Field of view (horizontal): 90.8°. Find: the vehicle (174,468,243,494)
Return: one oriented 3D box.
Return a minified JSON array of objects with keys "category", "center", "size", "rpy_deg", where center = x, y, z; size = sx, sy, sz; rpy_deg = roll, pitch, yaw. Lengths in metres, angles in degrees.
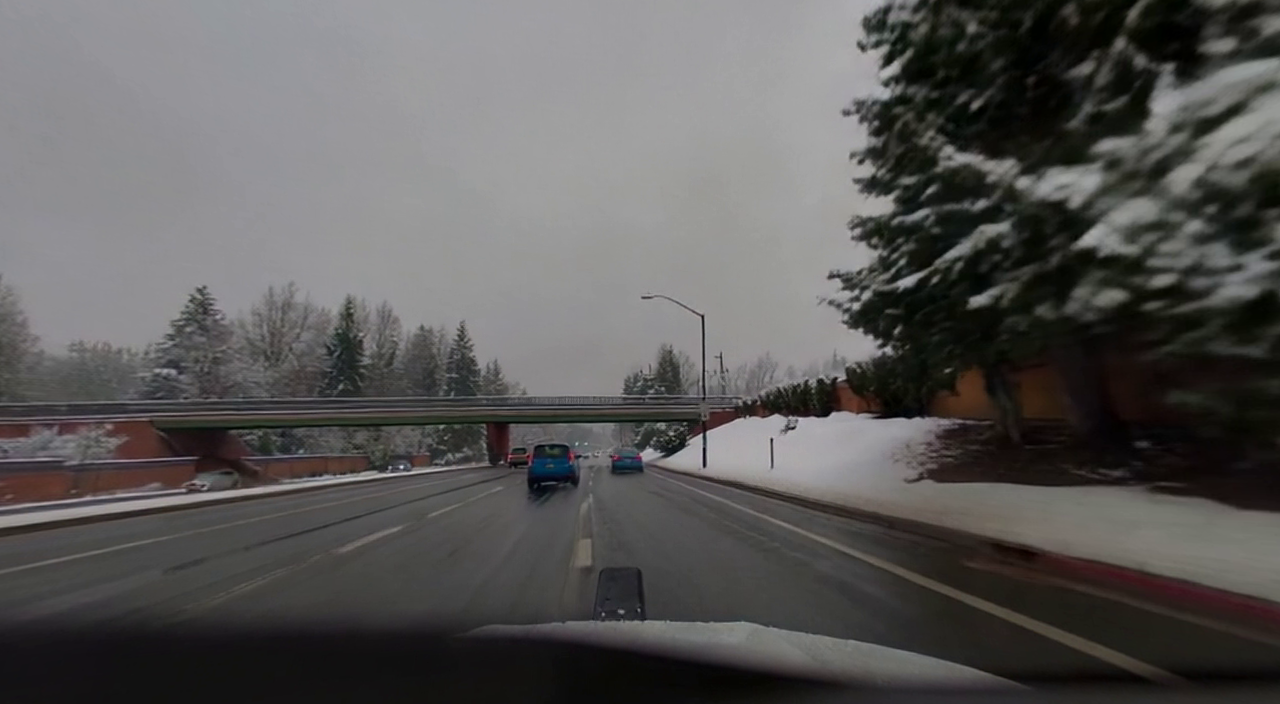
[{"category":"vehicle","center":[-29.473,8.821,43.339],"size":[1.769,1.473,4.539],"rpy_deg":[0,-9,-3]}]

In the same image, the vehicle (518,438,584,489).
[{"category":"vehicle","center":[-3.373,4.310,24.782],"size":[2.223,1.771,4.581],"rpy_deg":[1,-9,-4]}]

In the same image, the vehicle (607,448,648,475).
[{"category":"vehicle","center":[-0.823,6.696,38.832],"size":[2.205,1.509,4.272],"rpy_deg":[1,-9,-5]}]
